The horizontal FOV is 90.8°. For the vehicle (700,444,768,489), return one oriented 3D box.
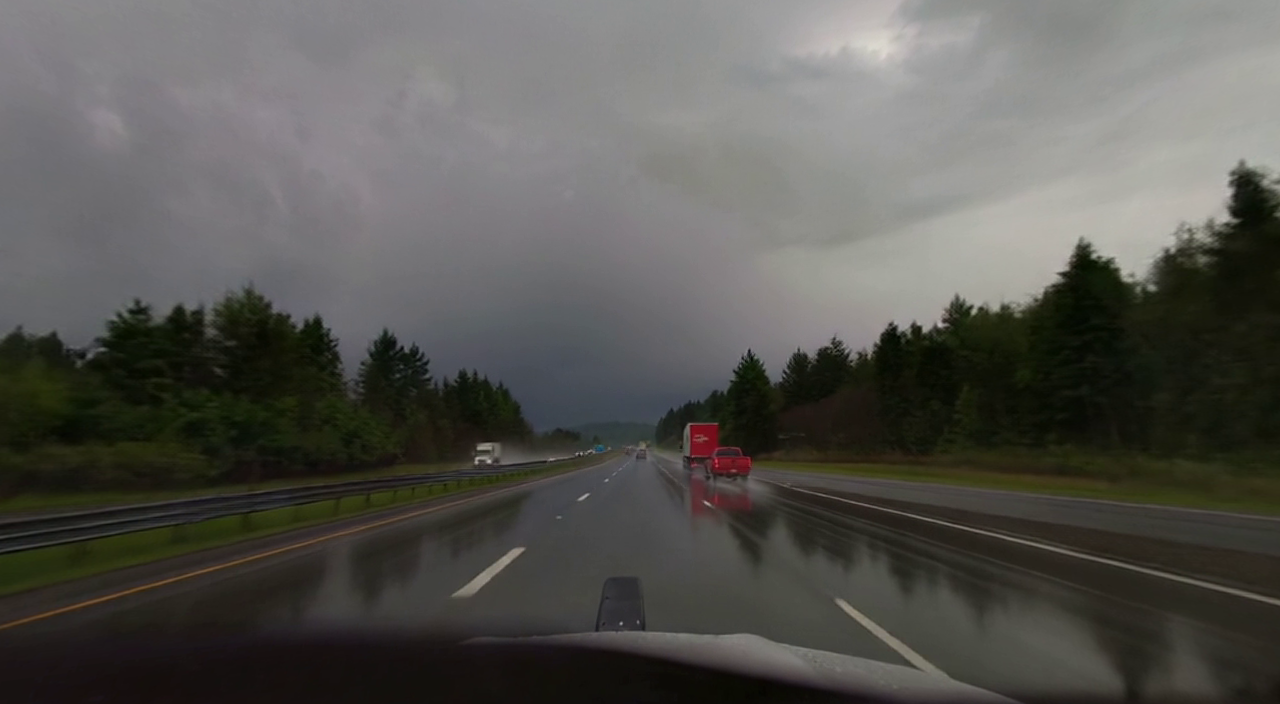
[{"bbox_3d":[3.558,4.416,24.602,2.019,1.601,3.953,0,-9,-1],"label":"vehicle"}]

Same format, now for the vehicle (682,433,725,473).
[{"bbox_3d":[4.286,6.973,43.768,2.300,2.564,5.643,0,-9,-1],"label":"vehicle"}]
